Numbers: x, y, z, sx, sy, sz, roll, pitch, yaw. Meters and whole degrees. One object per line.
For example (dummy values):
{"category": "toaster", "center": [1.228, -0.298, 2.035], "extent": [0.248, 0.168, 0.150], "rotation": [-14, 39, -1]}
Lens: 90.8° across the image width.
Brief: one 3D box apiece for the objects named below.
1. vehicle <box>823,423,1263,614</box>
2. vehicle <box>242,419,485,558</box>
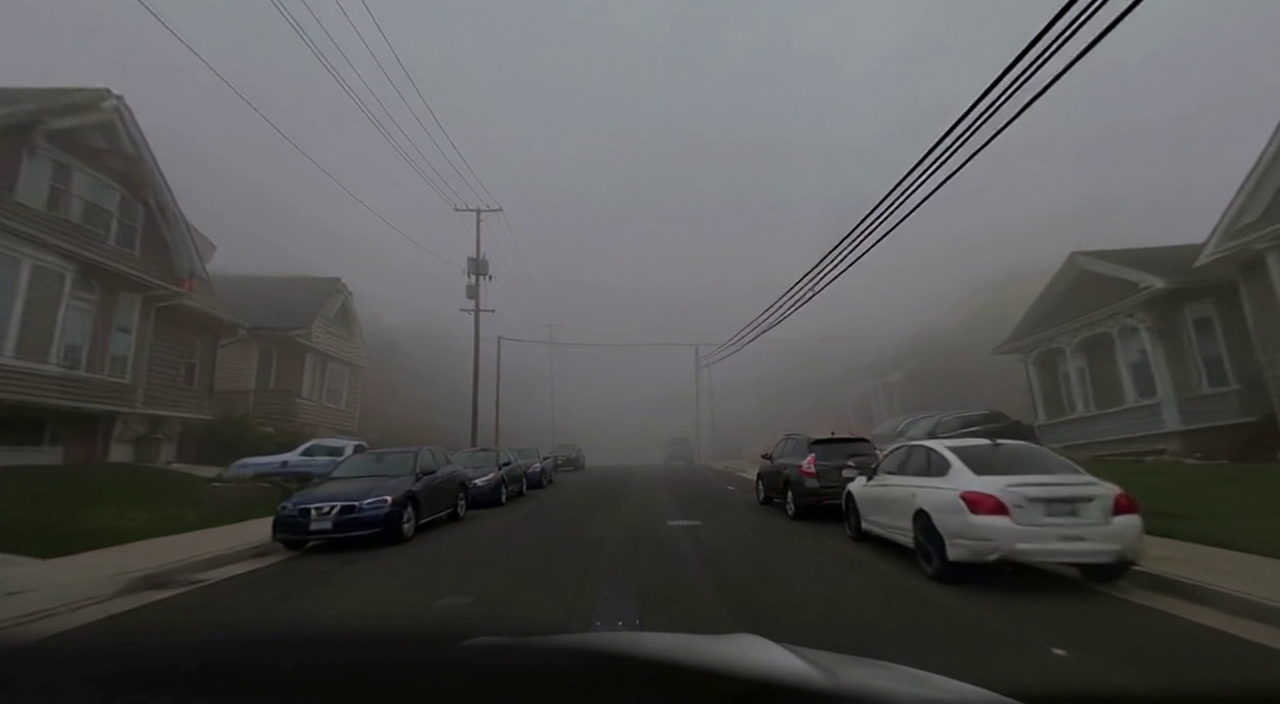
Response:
{"category": "vehicle", "center": [3.658, 1.584, 7.037], "extent": [2.083, 1.407, 4.506], "rotation": [0, -9, 3]}
{"category": "vehicle", "center": [-4.198, 2.187, 10.671], "extent": [2.031, 1.708, 4.746], "rotation": [-2, -10, -1]}
